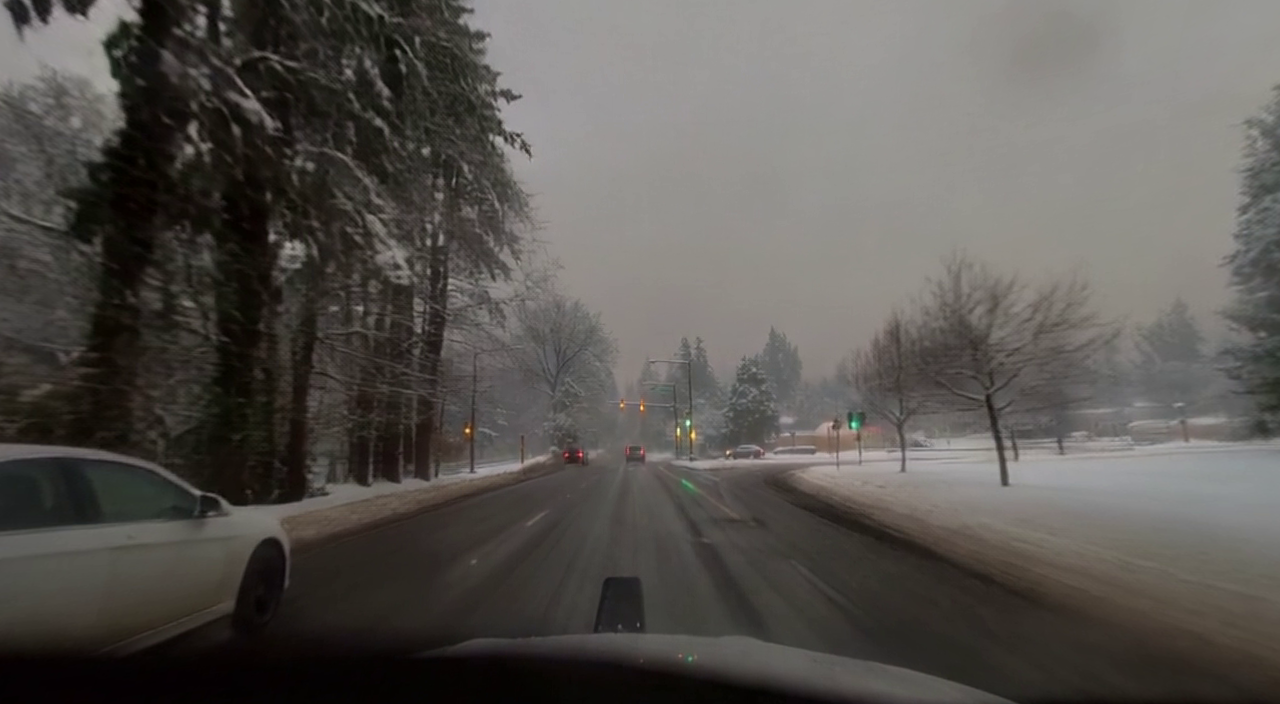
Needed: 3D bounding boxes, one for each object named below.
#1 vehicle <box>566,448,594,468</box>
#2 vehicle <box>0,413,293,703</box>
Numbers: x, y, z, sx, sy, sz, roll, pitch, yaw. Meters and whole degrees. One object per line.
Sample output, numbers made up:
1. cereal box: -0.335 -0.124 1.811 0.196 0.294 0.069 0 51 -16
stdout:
1. vehicle: -4.527 8.024 47.860 1.674 1.408 4.141 0 -8 1
2. vehicle: -3.779 1.011 2.791 1.968 1.459 4.433 0 -8 0
